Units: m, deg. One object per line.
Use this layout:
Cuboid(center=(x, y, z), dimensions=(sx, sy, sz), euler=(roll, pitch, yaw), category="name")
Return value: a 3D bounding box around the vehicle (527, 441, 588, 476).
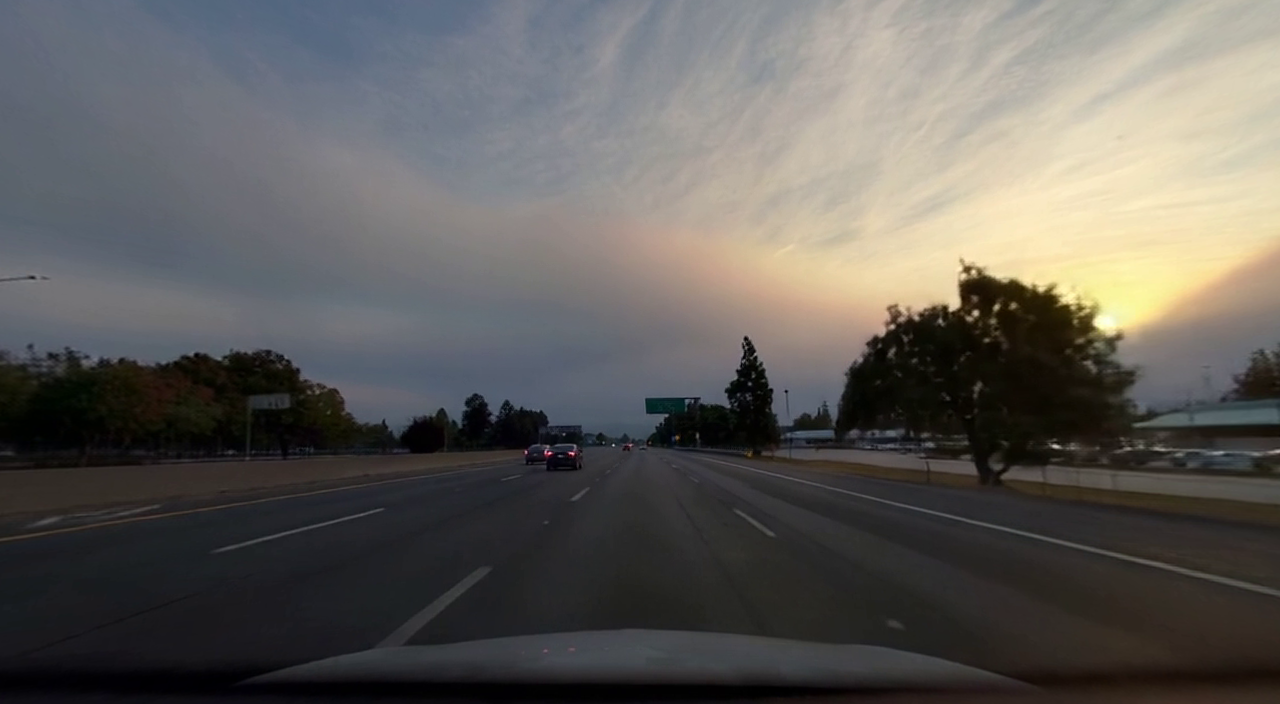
Cuboid(center=(-3.673, 4.814, 28.824), dimensions=(2.128, 1.450, 4.078), euler=(0, -8, 1), category="vehicle")
